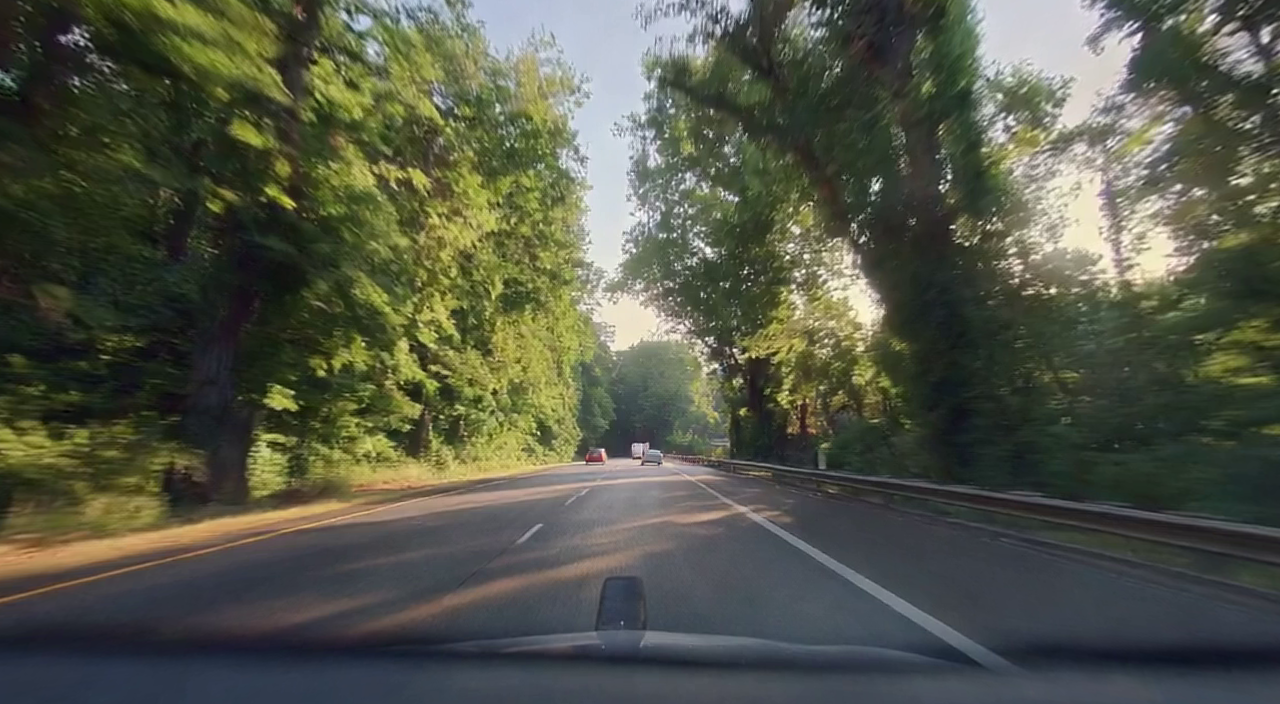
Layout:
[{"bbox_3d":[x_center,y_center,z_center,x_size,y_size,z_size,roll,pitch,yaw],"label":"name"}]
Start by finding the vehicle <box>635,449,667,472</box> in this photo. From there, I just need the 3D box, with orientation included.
[{"bbox_3d":[0.687,7.193,42.118,2.046,1.452,4.407,0,-9,0],"label":"vehicle"}]
